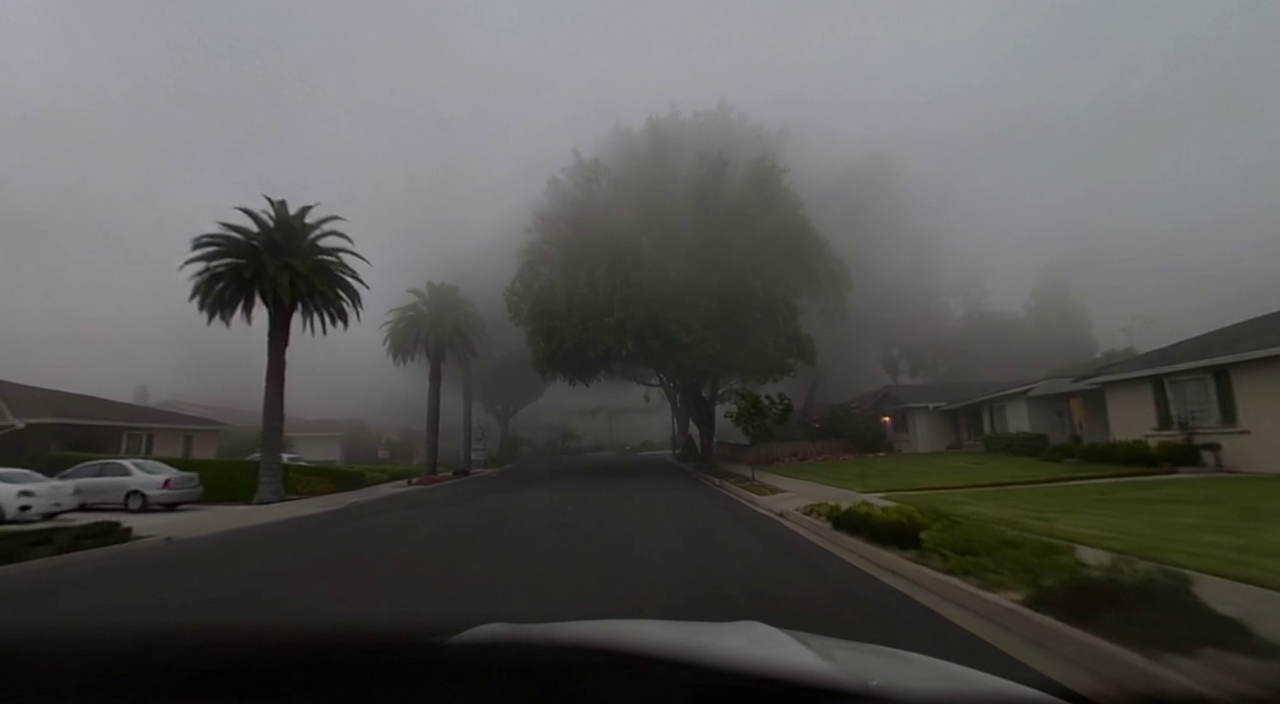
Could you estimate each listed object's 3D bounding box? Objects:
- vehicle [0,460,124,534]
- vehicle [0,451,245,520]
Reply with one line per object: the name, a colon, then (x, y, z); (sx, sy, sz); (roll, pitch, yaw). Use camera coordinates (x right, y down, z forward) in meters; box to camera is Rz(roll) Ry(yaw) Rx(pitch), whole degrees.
vehicle: (-15.100, 3.302, 14.631); (4.358, 1.516, 2.077); (0, -9, -3)
vehicle: (-14.363, 3.685, 17.787); (5.050, 1.774, 2.031); (0, -9, -2)
